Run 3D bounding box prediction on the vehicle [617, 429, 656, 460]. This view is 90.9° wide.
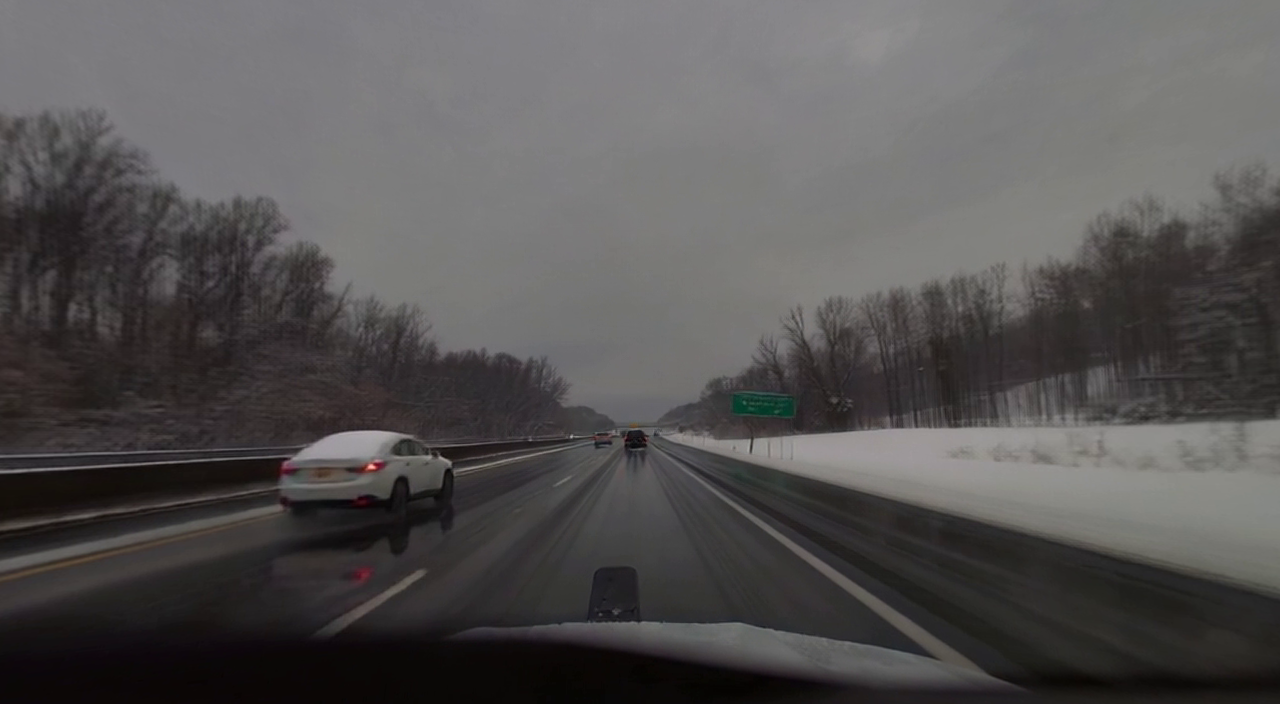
[{"bbox_3d":[-0.217,5.322,36.420,2.134,1.654,4.174,0,-8,-1],"label":"vehicle"}]

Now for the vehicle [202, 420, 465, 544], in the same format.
[{"bbox_3d":[-4.291,1.858,9.729,2.030,1.491,4.046,0,-8,0],"label":"vehicle"}]
